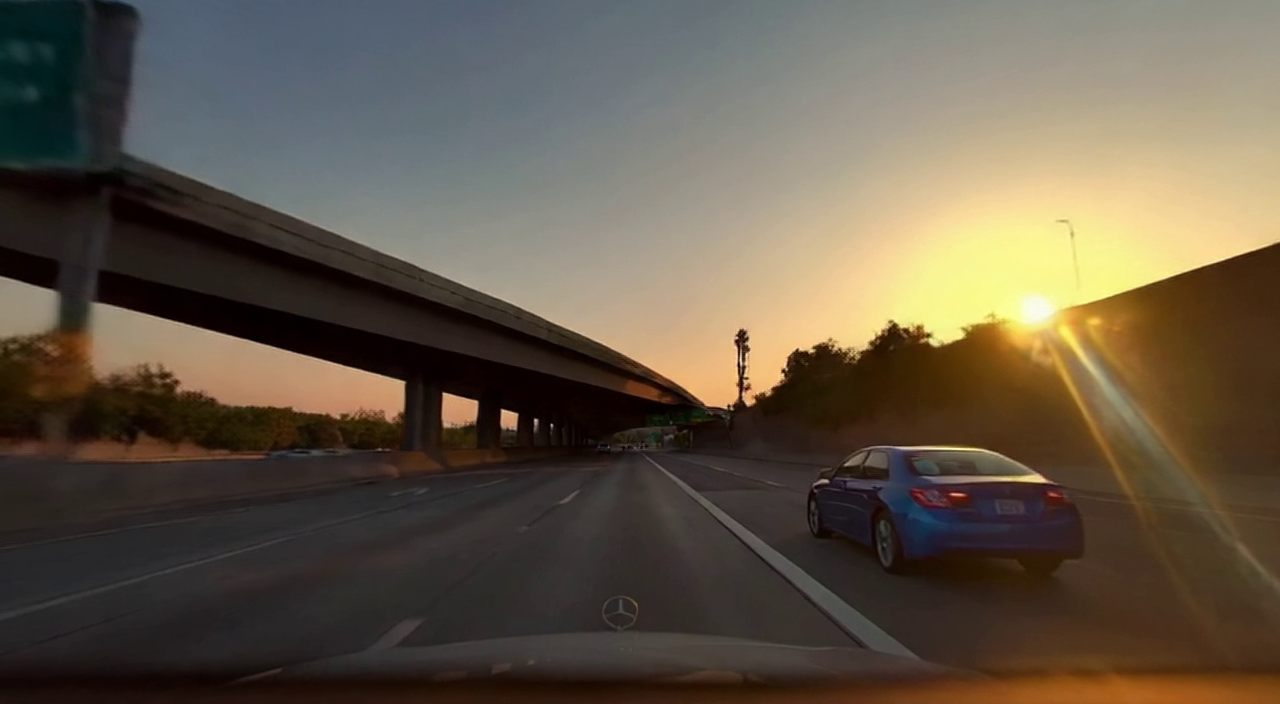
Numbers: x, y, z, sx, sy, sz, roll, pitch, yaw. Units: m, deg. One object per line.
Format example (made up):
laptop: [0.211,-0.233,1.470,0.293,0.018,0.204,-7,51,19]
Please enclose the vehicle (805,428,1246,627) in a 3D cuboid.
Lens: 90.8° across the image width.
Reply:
vehicle: [3.545,1.680,7.186,1.989,1.479,4.670,0,-9,-1]
